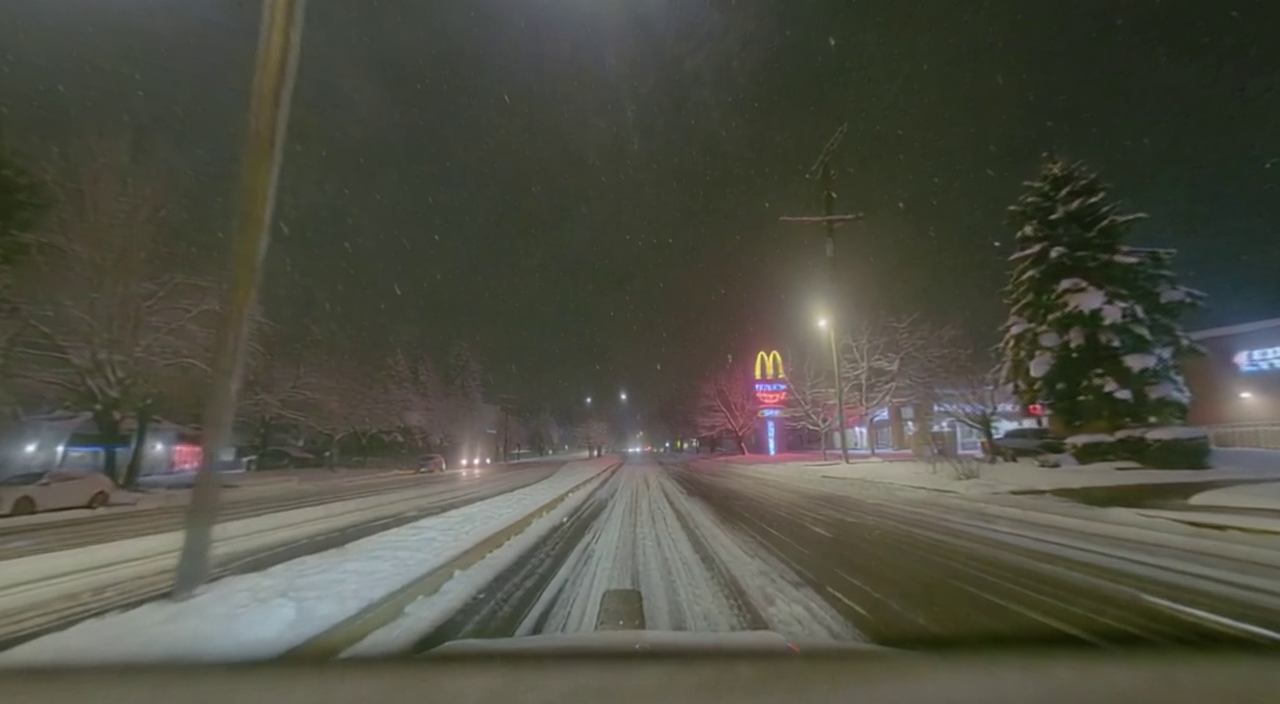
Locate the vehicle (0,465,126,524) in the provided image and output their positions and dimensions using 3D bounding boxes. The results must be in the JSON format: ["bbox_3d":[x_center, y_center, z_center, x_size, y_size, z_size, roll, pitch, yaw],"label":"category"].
[{"bbox_3d":[-19.002,4.425,19.939,1.831,1.528,4.605,-1,-9,-3],"label":"vehicle"}]

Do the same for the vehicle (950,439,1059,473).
[{"bbox_3d":[21.109,6.082,37.072,2.480,1.766,6.529,0,-9,0],"label":"vehicle"}]
